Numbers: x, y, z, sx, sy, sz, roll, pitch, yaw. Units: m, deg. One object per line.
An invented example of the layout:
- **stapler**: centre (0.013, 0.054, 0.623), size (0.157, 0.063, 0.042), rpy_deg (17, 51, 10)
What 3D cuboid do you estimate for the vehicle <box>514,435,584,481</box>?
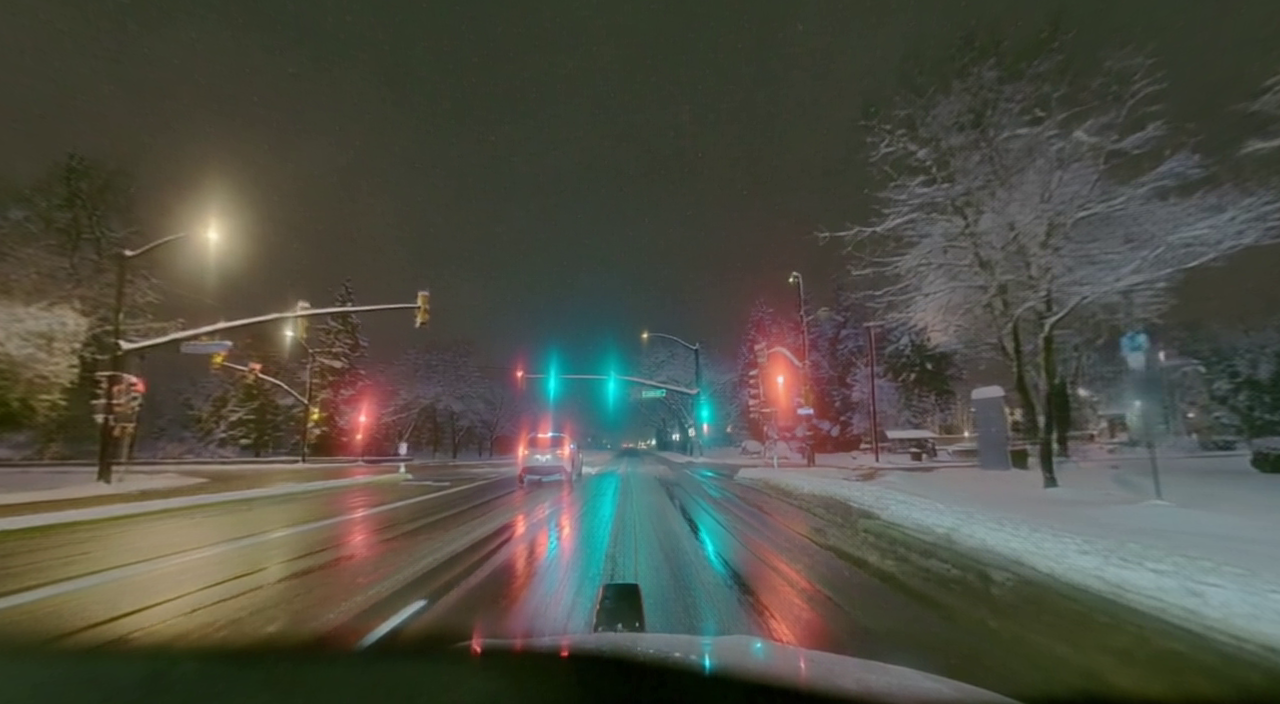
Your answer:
- **vehicle**: centre (-3.395, 4.067, 24.438), size (2.076, 1.599, 4.483), rpy_deg (0, -9, 0)
